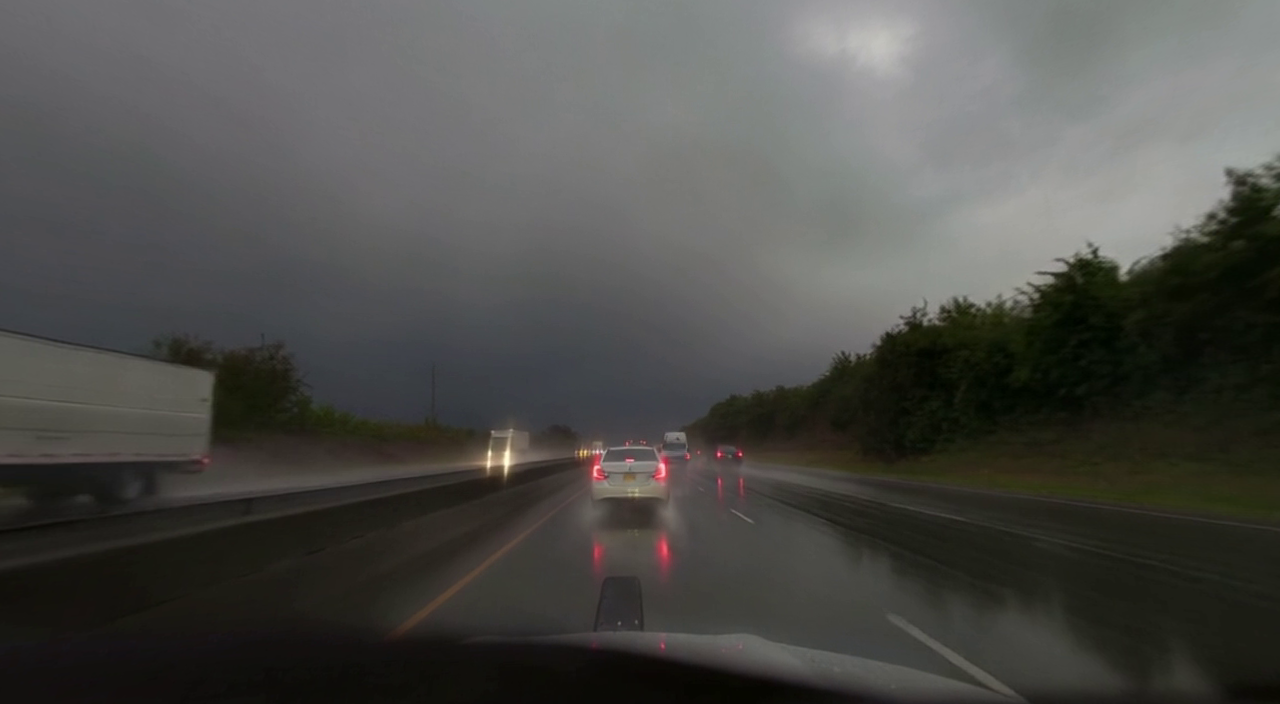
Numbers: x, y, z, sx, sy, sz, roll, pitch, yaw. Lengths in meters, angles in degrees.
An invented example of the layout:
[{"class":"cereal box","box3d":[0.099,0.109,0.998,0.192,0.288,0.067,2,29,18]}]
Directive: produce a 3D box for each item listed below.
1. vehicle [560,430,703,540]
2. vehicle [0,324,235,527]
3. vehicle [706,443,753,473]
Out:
[{"class":"vehicle","box3d":[-0.156,2.229,11.106,2.088,1.580,3.657,0,-9,-1]},{"class":"vehicle","box3d":[-13.663,1.476,12.438,2.747,3.857,13.057,0,-9,-1]},{"class":"vehicle","box3d":[4.787,5.763,34.304,1.931,1.516,3.995,0,-9,0]}]
